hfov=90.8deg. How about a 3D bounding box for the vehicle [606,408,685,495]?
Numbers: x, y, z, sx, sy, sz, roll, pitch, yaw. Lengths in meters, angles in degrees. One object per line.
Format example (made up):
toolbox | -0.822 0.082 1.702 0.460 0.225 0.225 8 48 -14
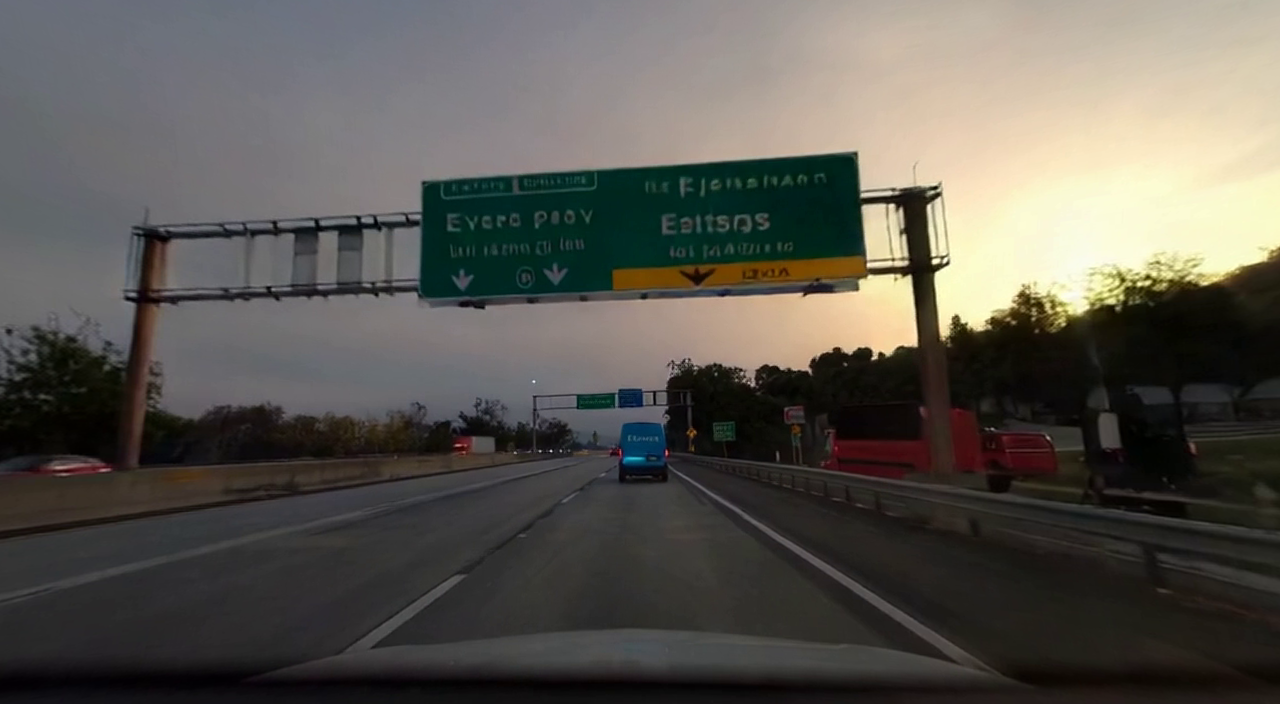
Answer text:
vehicle | 0.073 3.368 21.498 2.332 2.558 5.314 0 -9 -2

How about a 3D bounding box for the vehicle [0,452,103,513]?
vehicle | -15.759 3.198 15.640 1.685 1.402 3.585 0 -9 0
